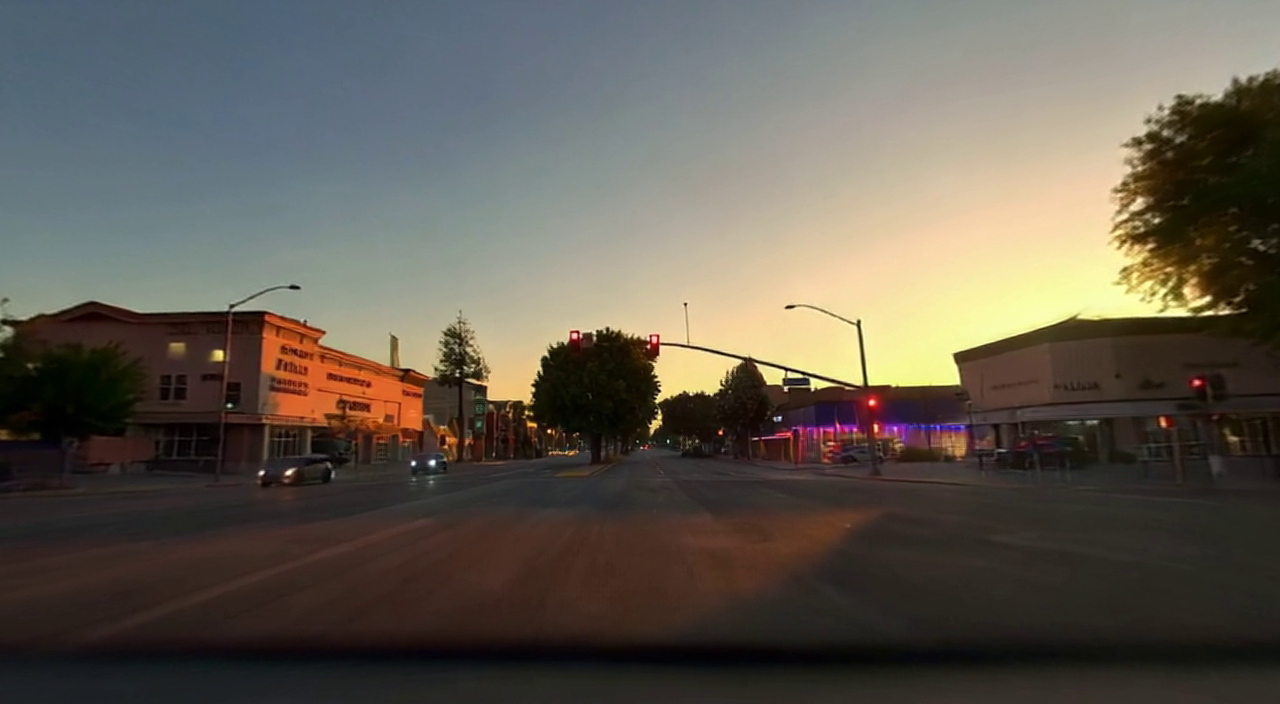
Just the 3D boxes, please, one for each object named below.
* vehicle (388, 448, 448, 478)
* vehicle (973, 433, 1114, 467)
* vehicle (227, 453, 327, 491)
[{"bbox_3d":[-12.985,6.480,37.181,1.892,1.639,4.311,0,-9,1],"label":"vehicle"},{"bbox_3d":[20.881,5.098,32.917,5.587,1.689,2.605,0,-9,-3],"label":"vehicle"},{"bbox_3d":[-16.634,5.490,29.247,1.924,1.557,4.357,0,-9,1],"label":"vehicle"}]
